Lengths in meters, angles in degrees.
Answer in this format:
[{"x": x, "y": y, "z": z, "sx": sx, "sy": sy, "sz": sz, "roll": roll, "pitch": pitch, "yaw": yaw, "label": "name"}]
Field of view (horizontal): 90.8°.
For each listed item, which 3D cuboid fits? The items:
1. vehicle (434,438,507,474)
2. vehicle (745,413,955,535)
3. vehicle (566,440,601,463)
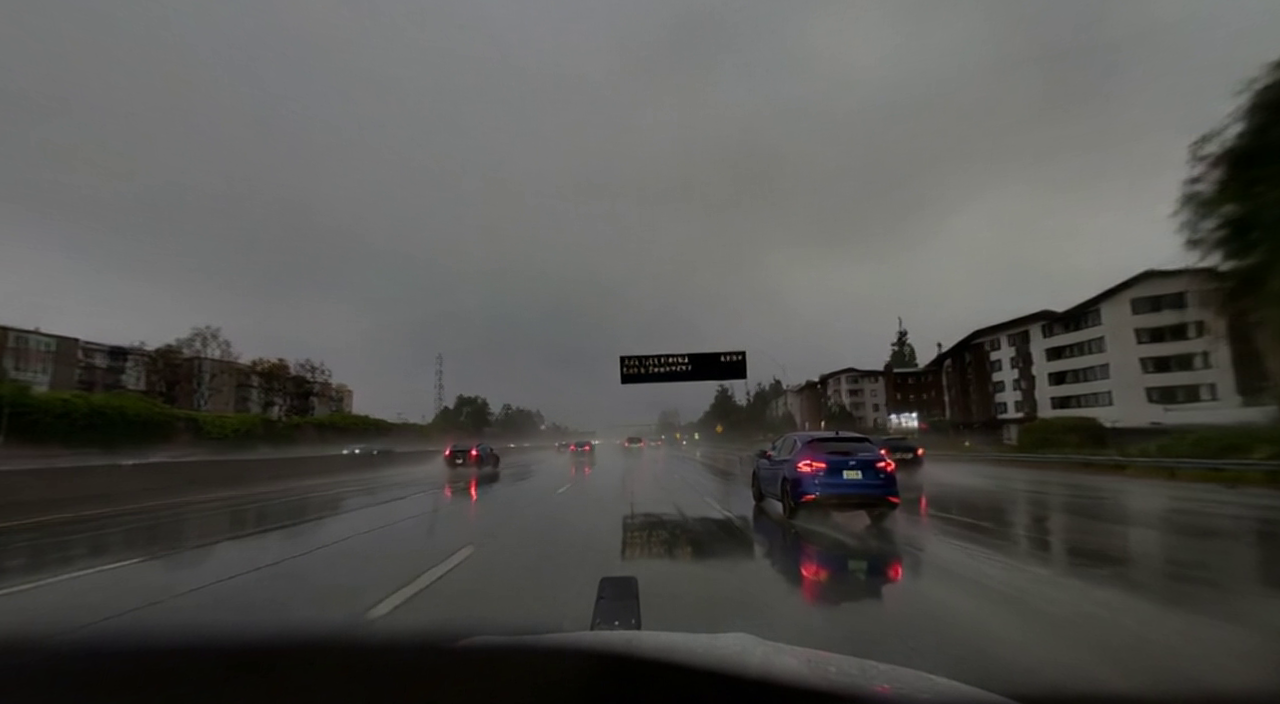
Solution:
[{"x": -7.516, "y": 4.657, "z": 28.493, "sx": 2.021, "sy": 1.496, "sz": 4.495, "roll": 0, "pitch": -8, "yaw": 1, "label": "vehicle"}, {"x": 3.300, "y": 2.019, "z": 11.034, "sx": 2.080, "sy": 1.694, "sz": 4.286, "roll": 0, "pitch": -8, "yaw": -1, "label": "vehicle"}, {"x": -3.803, "y": 6.789, "z": 43.193, "sx": 2.002, "sy": 1.466, "sz": 4.378, "roll": 0, "pitch": -8, "yaw": -1, "label": "vehicle"}]
